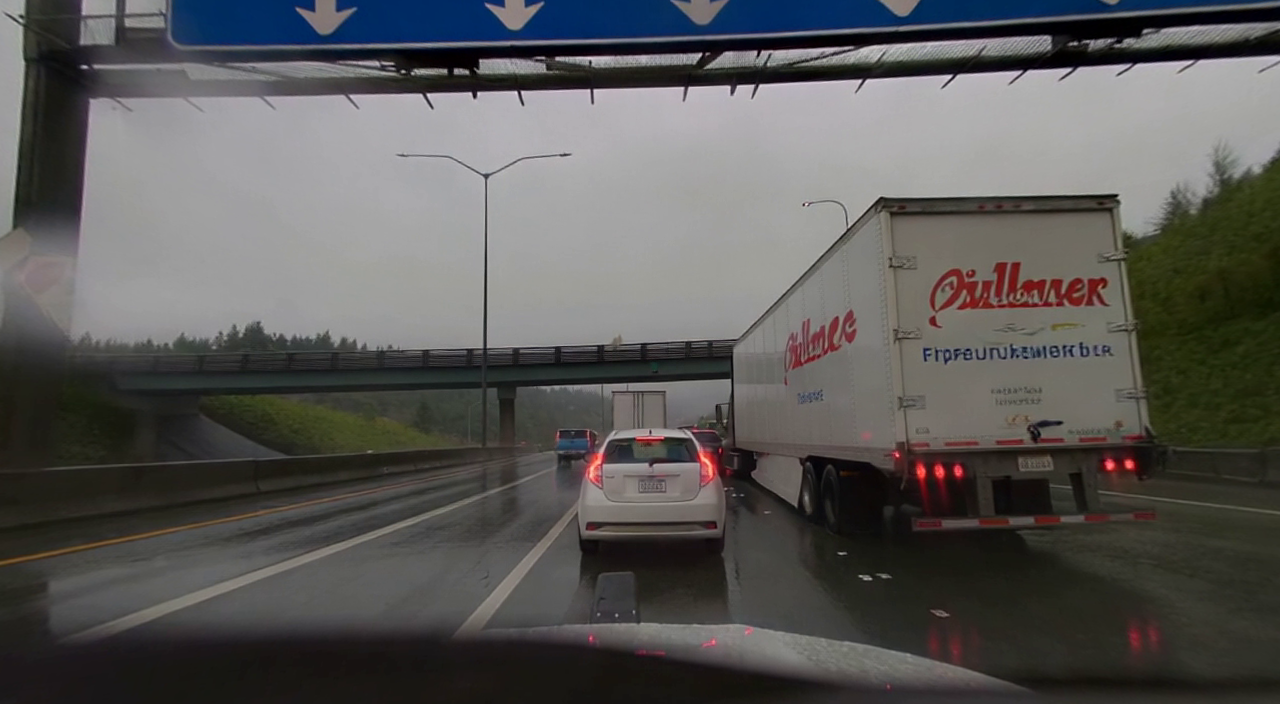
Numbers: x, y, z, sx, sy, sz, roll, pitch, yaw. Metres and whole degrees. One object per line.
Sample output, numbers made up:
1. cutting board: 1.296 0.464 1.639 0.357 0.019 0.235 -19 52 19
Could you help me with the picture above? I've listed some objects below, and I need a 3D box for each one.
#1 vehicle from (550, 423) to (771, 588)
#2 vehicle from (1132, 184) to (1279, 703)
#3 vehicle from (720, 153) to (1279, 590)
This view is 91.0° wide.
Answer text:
1. vehicle: 0.177 1.683 7.706 2.045 1.490 3.597 -1 -8 0
2. vehicle: 4.730 0.109 0.629 2.892 2.615 6.650 0 -8 -2
3. vehicle: 4.189 1.077 12.955 2.827 4.081 14.305 0 -8 -2
